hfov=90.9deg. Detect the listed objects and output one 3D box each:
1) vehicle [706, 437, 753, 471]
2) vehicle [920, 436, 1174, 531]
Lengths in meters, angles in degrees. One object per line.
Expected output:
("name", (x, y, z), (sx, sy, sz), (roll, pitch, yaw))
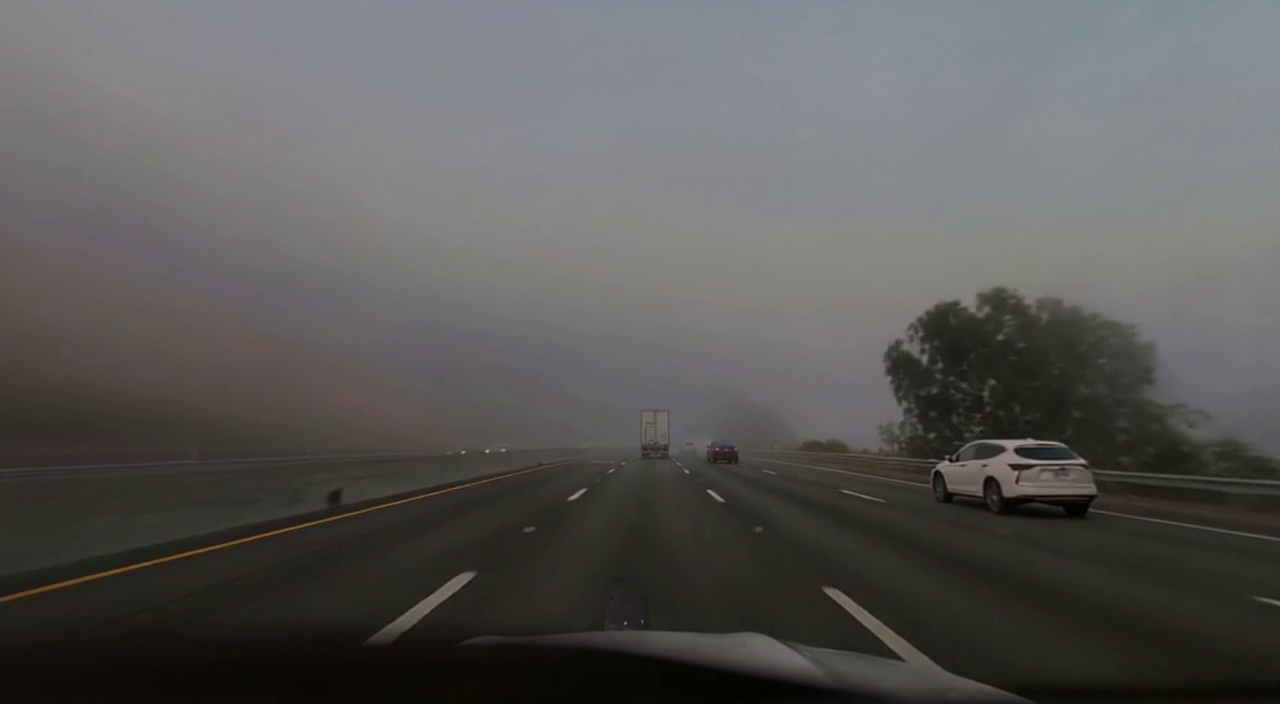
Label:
("vehicle", (4.565, 5.272, 32.744), (1.880, 1.624, 3.941), (0, -8, 0))
("vehicle", (7.237, 2.347, 11.881), (1.982, 1.440, 4.171), (0, -8, 0))
